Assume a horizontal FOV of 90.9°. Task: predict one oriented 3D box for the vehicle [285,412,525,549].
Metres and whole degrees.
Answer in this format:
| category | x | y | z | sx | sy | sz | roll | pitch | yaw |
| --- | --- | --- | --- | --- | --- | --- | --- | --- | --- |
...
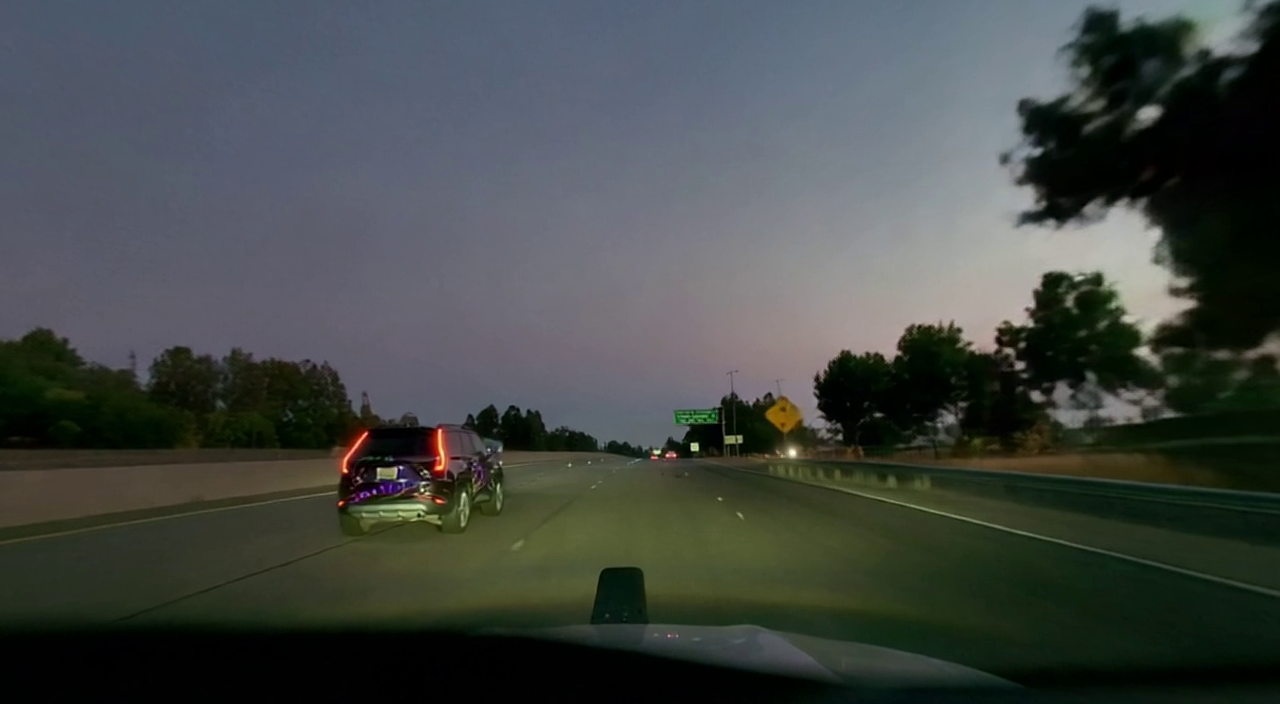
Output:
| category | x | y | z | sx | sy | sz | roll | pitch | yaw |
| --- | --- | --- | --- | --- | --- | --- | --- | --- | --- |
| vehicle | -3.576 | 2.051 | 10.816 | 2.183 | 1.803 | 4.685 | 0 | -8 | 2 |
